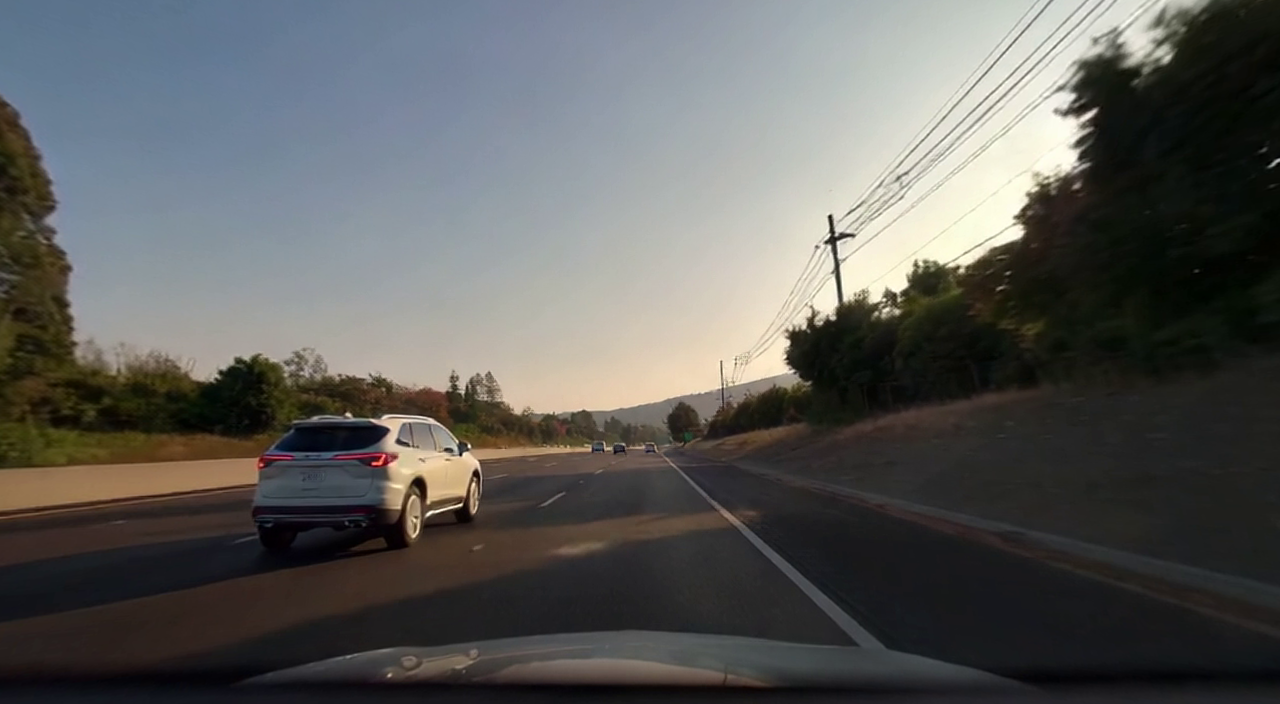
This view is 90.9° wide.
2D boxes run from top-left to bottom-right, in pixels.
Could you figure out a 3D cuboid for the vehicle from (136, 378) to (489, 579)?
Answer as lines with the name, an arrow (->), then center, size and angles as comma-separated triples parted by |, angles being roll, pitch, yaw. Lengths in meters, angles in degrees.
vehicle -> -3.842, 1.606, 8.803 | 2.136, 1.975, 5.037 | 0, -8, 1
